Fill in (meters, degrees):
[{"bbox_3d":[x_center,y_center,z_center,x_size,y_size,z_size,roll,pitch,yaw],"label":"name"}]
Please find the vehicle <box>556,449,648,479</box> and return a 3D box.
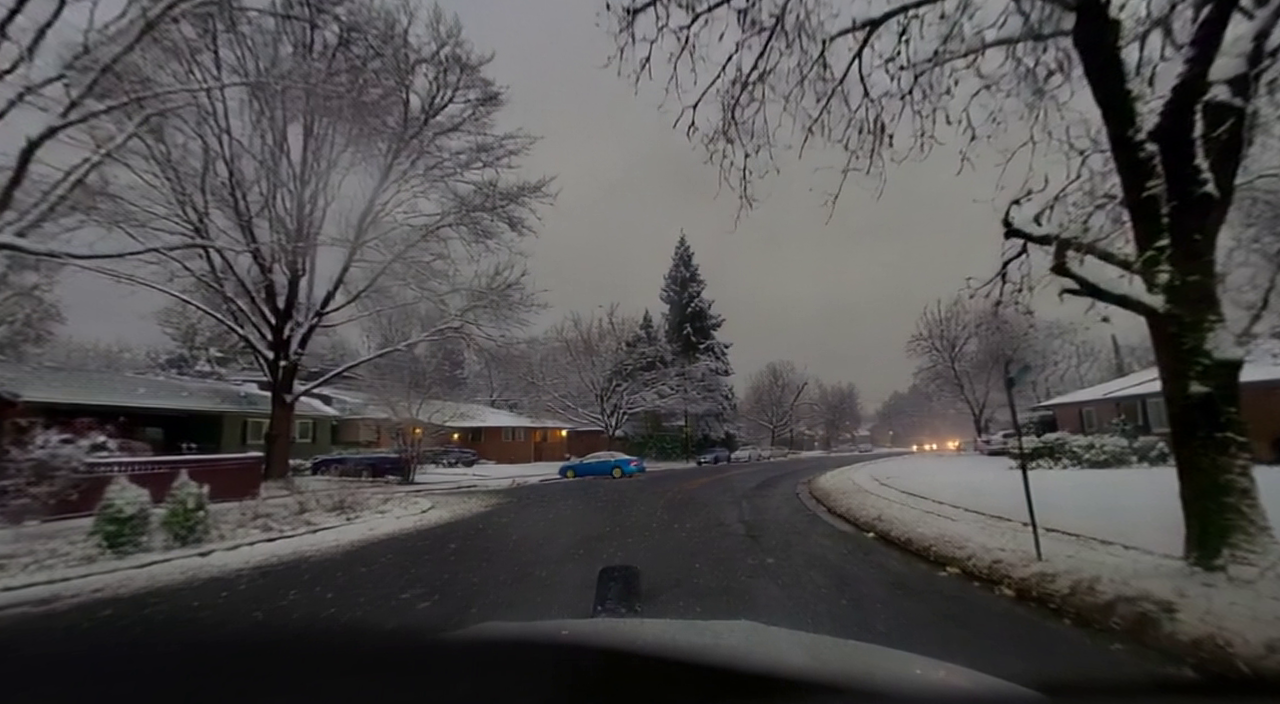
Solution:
[{"bbox_3d":[-2.041,6.040,34.259,4.653,1.480,1.871,-3,-9,17],"label":"vehicle"}]
